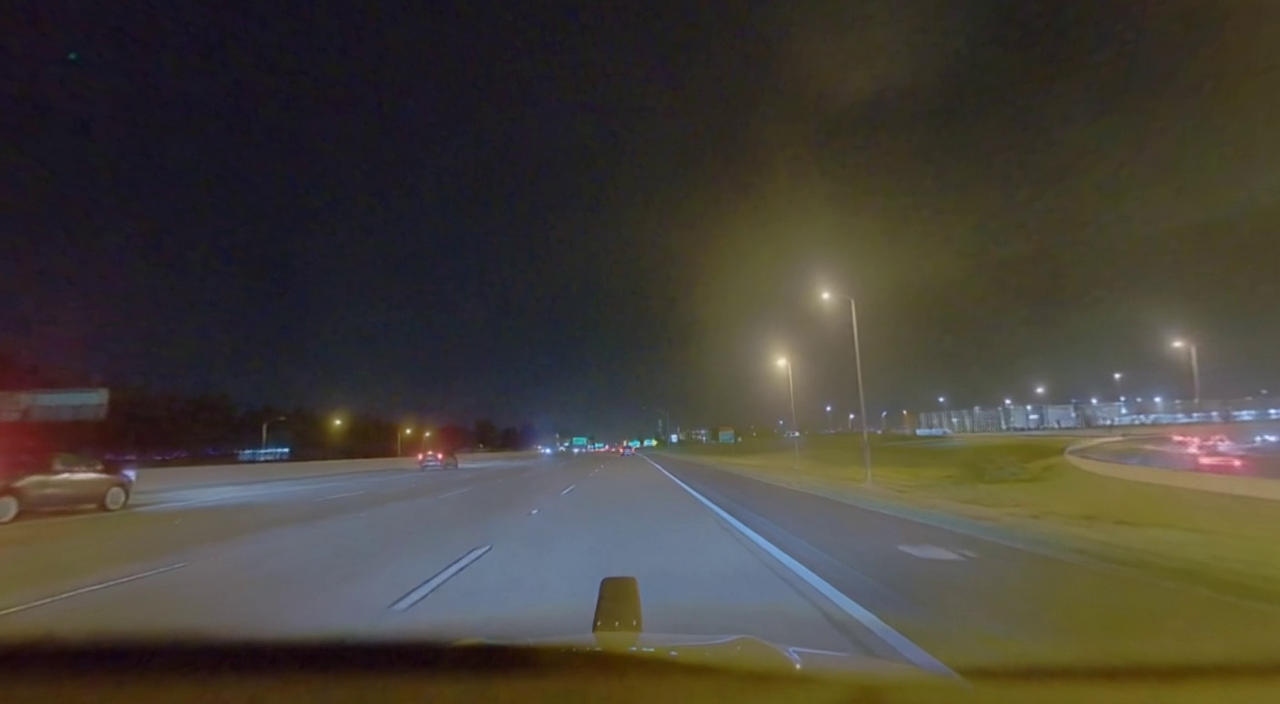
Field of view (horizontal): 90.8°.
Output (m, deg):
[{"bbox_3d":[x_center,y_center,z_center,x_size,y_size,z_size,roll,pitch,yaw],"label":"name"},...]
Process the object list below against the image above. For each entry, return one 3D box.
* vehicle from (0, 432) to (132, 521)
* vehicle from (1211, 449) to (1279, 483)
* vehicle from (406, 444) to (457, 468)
[{"bbox_3d":[-14.129,2.650,13.644,2.049,1.792,5.177,0,-8,-1],"label":"vehicle"},{"bbox_3d":[32.654,5.999,33.410,2.356,1.643,4.254,-4,-9,24],"label":"vehicle"},{"bbox_3d":[-14.722,7.341,44.811,2.057,1.619,4.443,0,-8,0],"label":"vehicle"}]
